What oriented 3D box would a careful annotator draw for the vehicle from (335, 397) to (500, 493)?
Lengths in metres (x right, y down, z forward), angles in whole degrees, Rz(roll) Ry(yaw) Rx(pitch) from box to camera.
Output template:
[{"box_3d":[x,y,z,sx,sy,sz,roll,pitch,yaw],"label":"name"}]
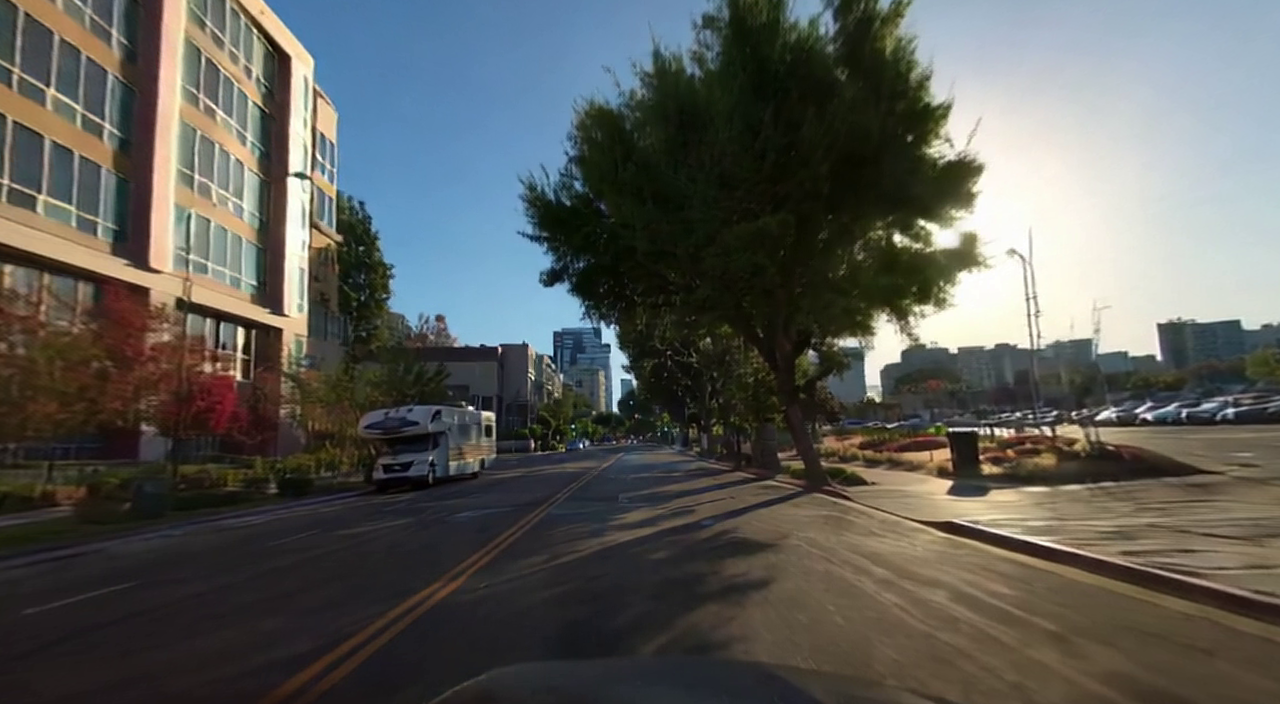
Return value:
[{"box_3d":[-7.307,3.244,22.234,3.108,2.771,7.999,0,-8,-2],"label":"vehicle"}]
